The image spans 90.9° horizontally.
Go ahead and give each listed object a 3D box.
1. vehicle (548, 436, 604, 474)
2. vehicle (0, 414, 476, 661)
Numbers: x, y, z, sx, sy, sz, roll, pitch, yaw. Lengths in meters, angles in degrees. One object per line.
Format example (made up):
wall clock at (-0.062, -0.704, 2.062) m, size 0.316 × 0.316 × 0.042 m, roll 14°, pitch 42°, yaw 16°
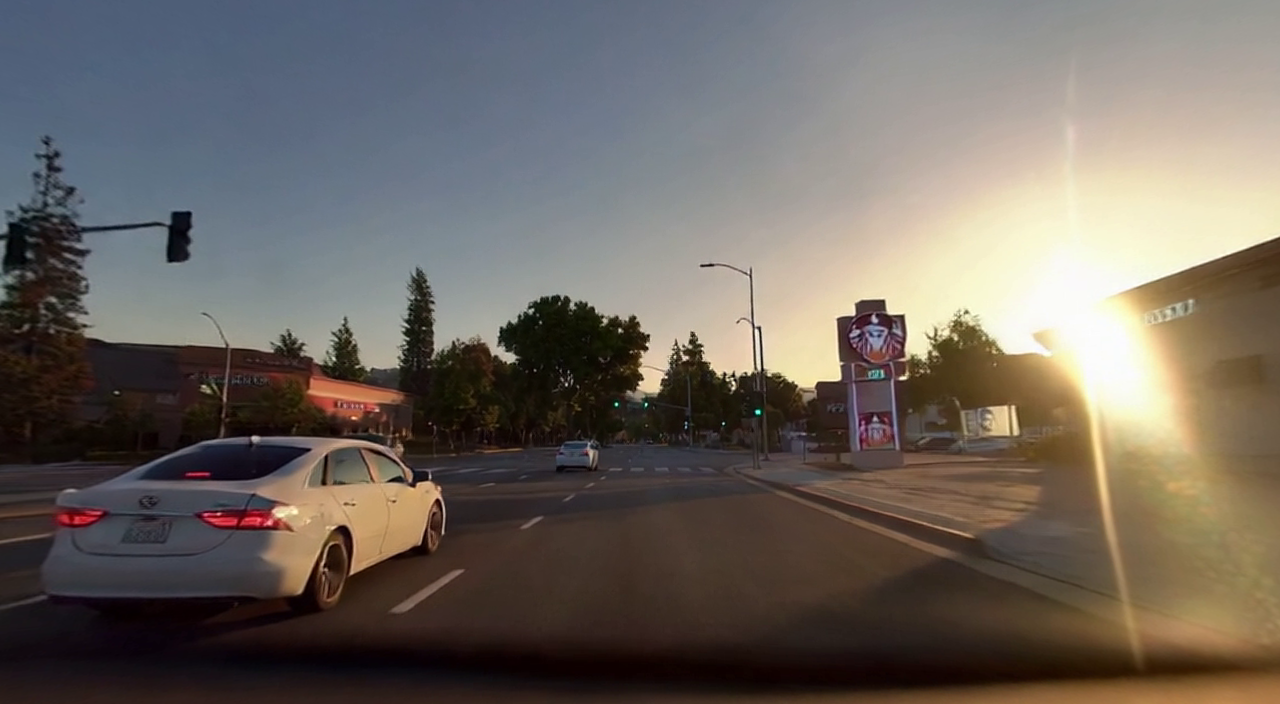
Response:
vehicle at (-2.968, 4.896, 30.167) m, size 2.109 × 1.692 × 4.220 m, roll 0°, pitch -8°, yaw 2°
vehicle at (-3.203, 1.449, 6.070) m, size 2.018 × 1.477 × 4.401 m, roll 0°, pitch -8°, yaw 1°
